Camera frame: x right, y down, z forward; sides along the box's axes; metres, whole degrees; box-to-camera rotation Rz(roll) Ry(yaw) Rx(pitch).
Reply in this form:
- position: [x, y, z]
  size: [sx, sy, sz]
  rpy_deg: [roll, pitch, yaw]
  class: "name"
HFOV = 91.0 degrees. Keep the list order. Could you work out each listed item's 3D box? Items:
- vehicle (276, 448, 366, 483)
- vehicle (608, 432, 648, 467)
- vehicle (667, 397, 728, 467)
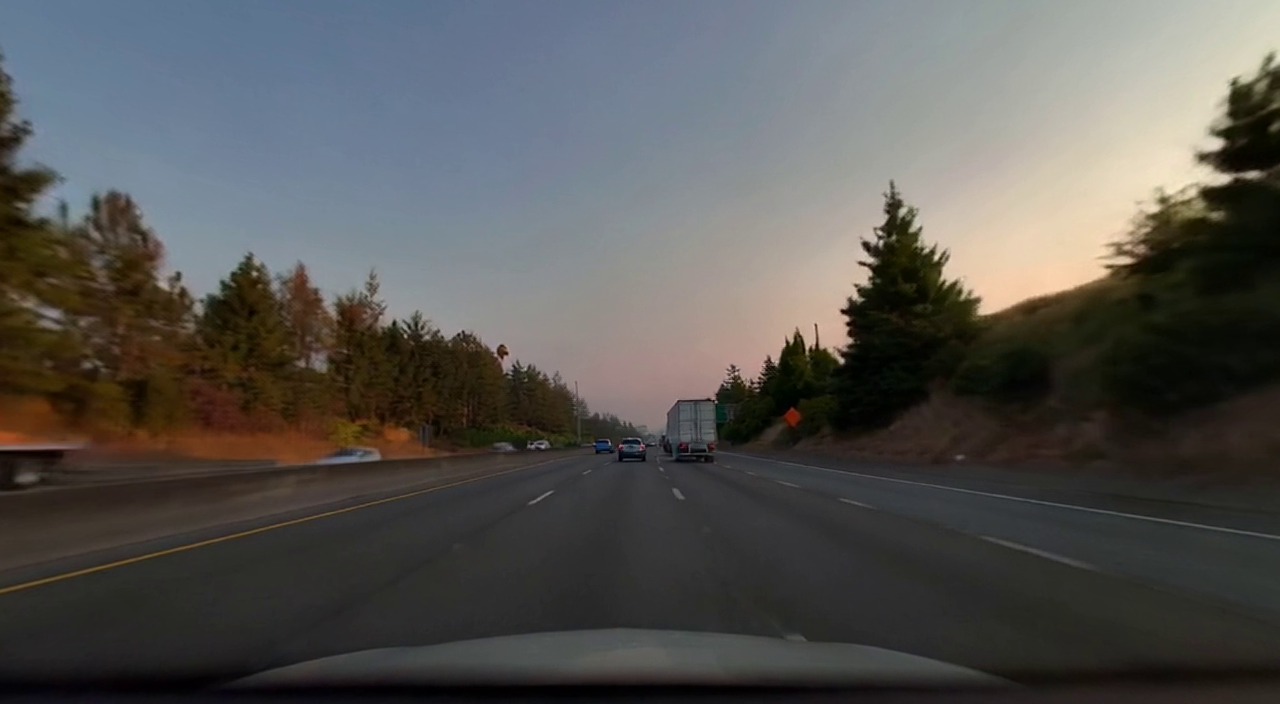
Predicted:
- position: [-15.777, 5.594, 31.420]
  size: [2.024, 1.541, 4.590]
  rpy_deg: [-1, -8, 1]
  class: "vehicle"
- position: [-0.648, 5.814, 37.568]
  size: [2.211, 1.933, 4.315]
  rpy_deg: [-1, -8, 1]
  class: "vehicle"
- position: [3.713, 5.813, 44.738]
  size: [3.005, 4.121, 14.417]
  rpy_deg: [-1, -8, 0]
  class: "vehicle"
